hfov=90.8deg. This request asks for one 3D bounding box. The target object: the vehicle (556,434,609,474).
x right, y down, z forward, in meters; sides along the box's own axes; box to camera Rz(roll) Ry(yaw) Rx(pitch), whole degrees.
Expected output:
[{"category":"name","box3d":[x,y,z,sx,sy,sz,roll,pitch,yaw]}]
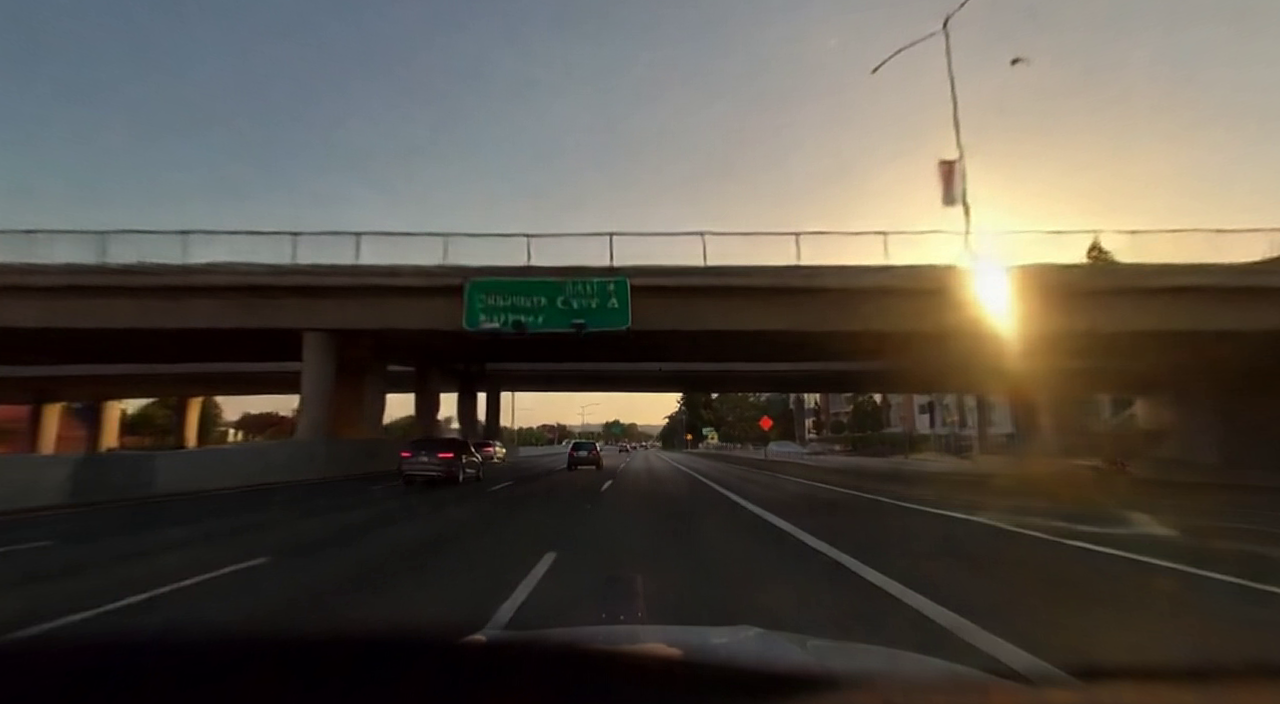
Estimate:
[{"category":"vehicle","box3d":[-2.601,4.757,29.603,2.027,1.697,4.307,0,-8,0]}]

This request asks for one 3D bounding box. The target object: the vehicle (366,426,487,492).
[{"category":"vehicle","box3d":[-6.396,3.278,19.618,2.015,1.762,4.790,0,-8,1]}]
